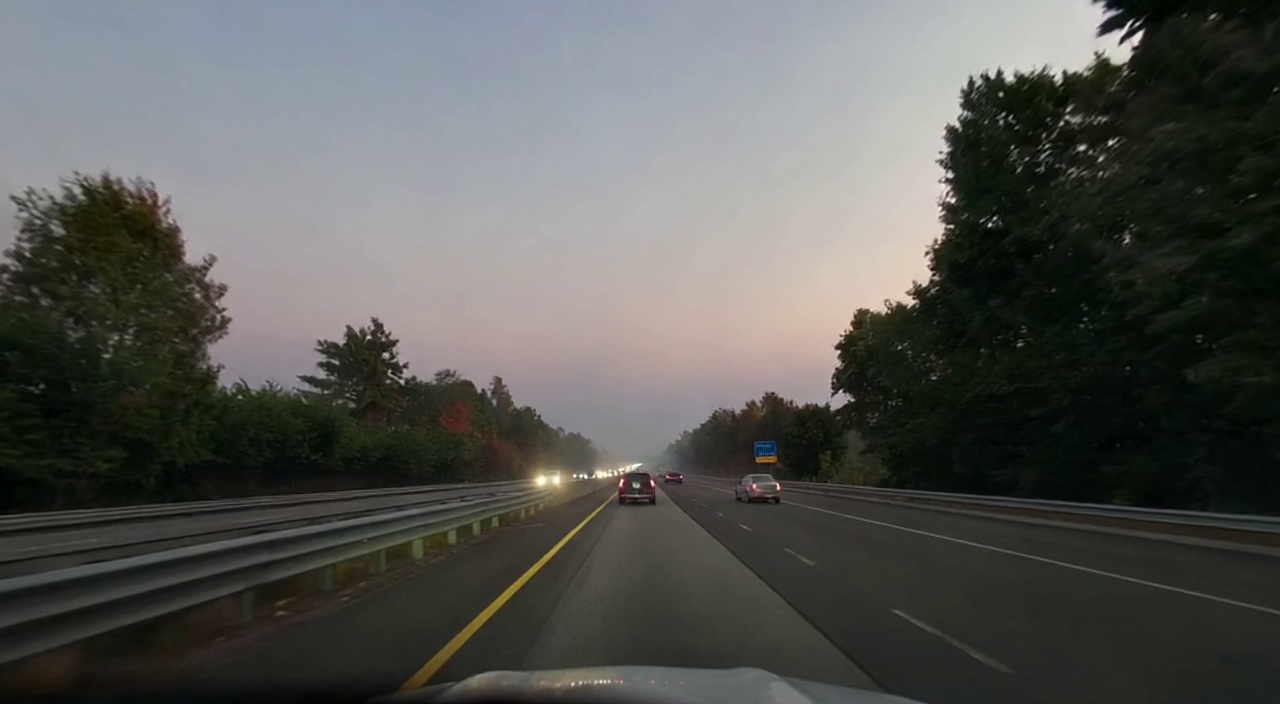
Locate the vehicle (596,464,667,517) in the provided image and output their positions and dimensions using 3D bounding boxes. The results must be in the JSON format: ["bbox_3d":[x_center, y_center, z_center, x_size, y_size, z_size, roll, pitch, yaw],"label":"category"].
[{"bbox_3d":[-0.231,4.394,20.307,2.060,1.473,3.726,1,-10,0],"label":"vehicle"}]

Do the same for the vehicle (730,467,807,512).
[{"bbox_3d":[4.682,5.069,23.603,1.974,1.476,4.119,1,-10,-1],"label":"vehicle"}]
